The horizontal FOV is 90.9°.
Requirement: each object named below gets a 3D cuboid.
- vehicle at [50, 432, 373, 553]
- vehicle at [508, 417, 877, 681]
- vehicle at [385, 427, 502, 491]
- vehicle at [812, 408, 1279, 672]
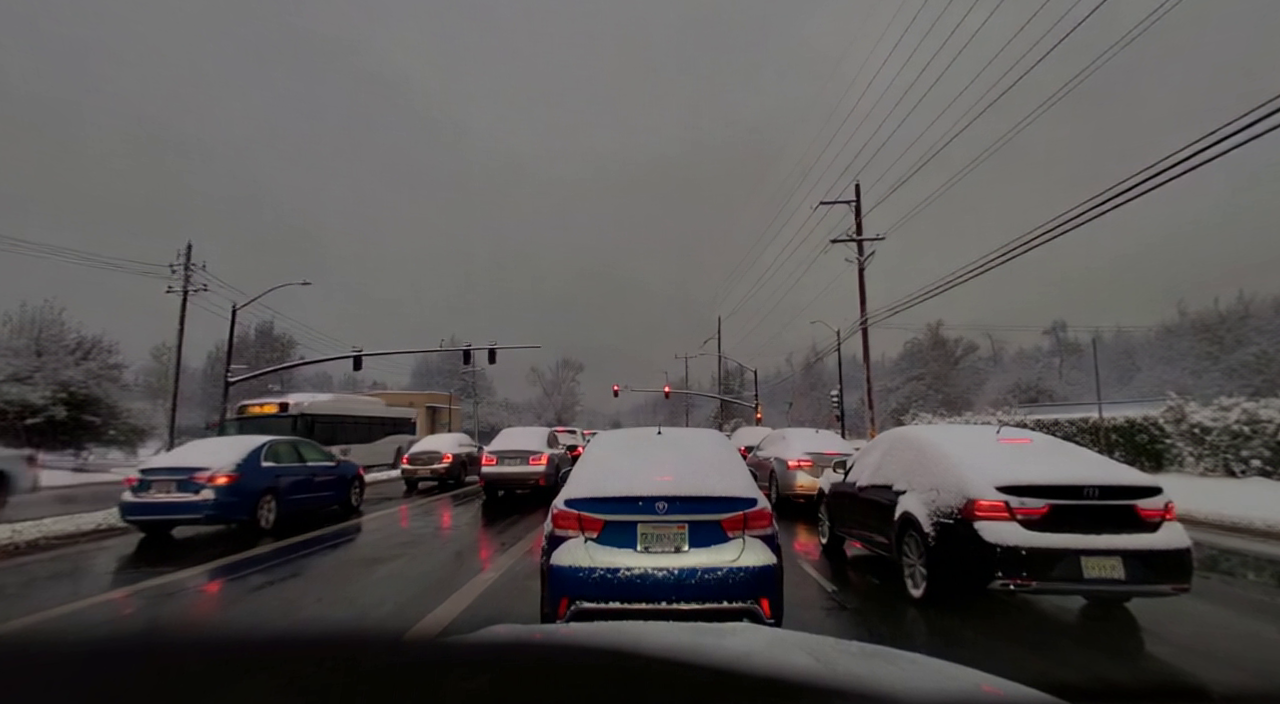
[{"bbox_3d":[-6.404,2.114,10.321,1.955,1.497,4.639,-1,-8,1],"label":"vehicle"},{"bbox_3d":[0.280,1.418,5.669,2.109,1.483,3.964,0,-8,-1],"label":"vehicle"},{"bbox_3d":[-6.262,3.489,20.899,2.070,1.824,5.196,-1,-8,2],"label":"vehicle"},{"bbox_3d":[3.130,1.401,5.825,1.870,1.523,4.096,0,-8,-1],"label":"vehicle"}]
